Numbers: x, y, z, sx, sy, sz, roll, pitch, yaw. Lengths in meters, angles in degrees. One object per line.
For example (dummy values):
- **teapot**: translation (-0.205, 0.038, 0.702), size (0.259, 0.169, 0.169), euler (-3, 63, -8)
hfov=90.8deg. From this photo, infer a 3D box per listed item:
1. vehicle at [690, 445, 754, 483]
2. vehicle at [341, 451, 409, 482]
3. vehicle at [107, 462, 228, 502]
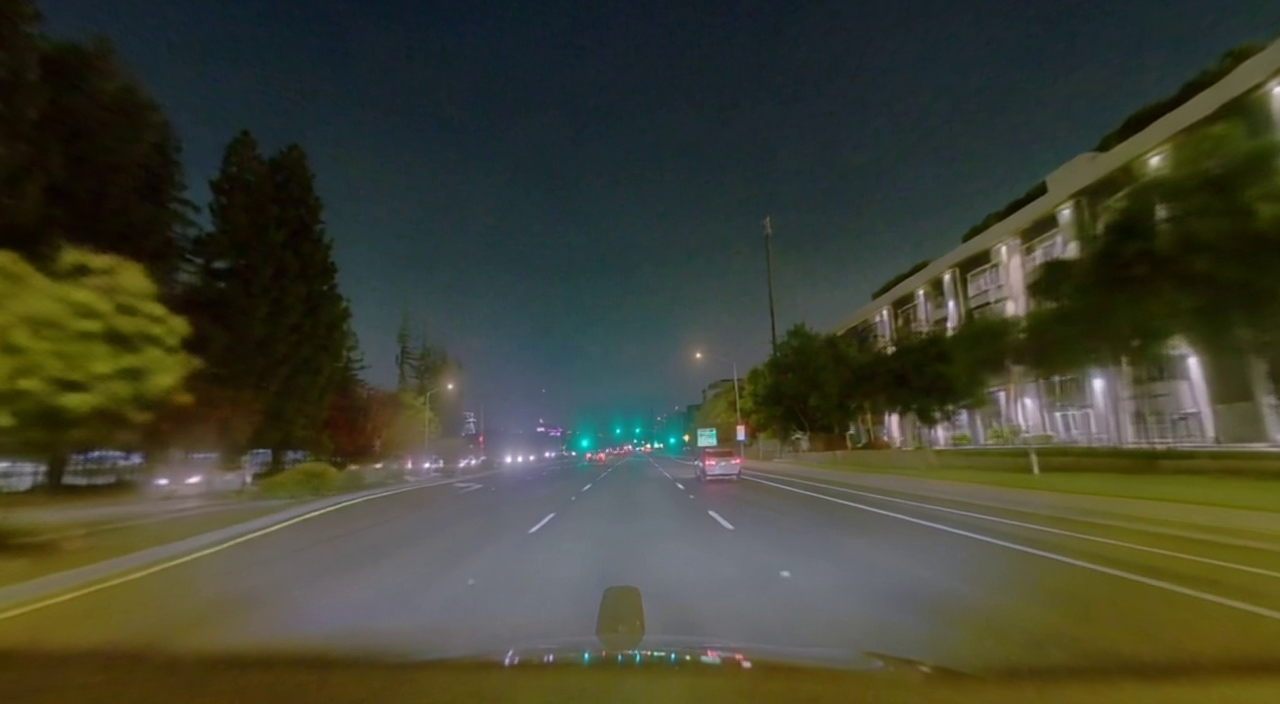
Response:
- **vehicle**: translation (3.348, 4.645, 26.511), size (1.966, 1.449, 4.290), euler (0, -9, -2)
- **vehicle**: translation (-16.125, 6.954, 38.756), size (2.093, 1.709, 4.952), euler (0, -9, -1)
- **vehicle**: translation (-24.931, 6.822, 33.515), size (2.025, 1.792, 4.643), euler (-7, -11, 37)
